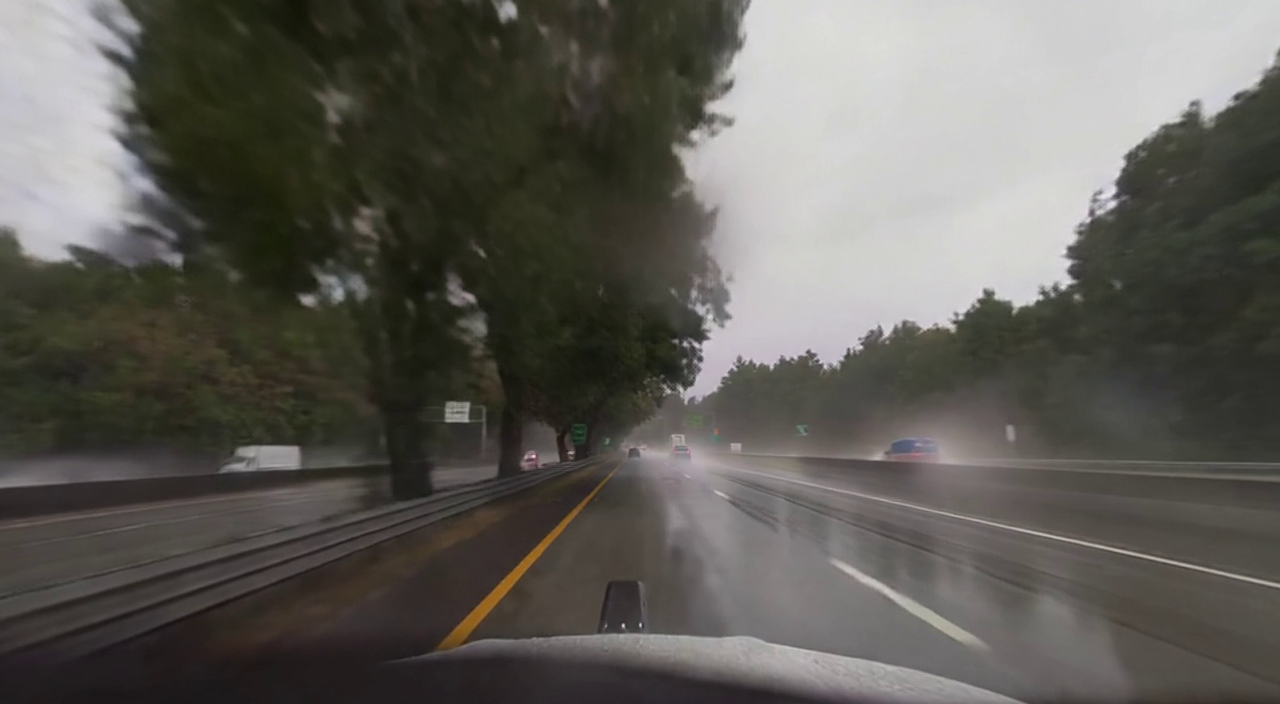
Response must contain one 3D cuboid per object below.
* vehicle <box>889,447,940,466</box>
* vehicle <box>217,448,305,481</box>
[{"bbox_3d":[21.678,8.255,49.911,1.926,1.386,3.719,1,-9,-9],"label":"vehicle"},{"bbox_3d":[-29.135,8.637,48.777,2.666,2.344,6.287,0,-9,2],"label":"vehicle"}]
